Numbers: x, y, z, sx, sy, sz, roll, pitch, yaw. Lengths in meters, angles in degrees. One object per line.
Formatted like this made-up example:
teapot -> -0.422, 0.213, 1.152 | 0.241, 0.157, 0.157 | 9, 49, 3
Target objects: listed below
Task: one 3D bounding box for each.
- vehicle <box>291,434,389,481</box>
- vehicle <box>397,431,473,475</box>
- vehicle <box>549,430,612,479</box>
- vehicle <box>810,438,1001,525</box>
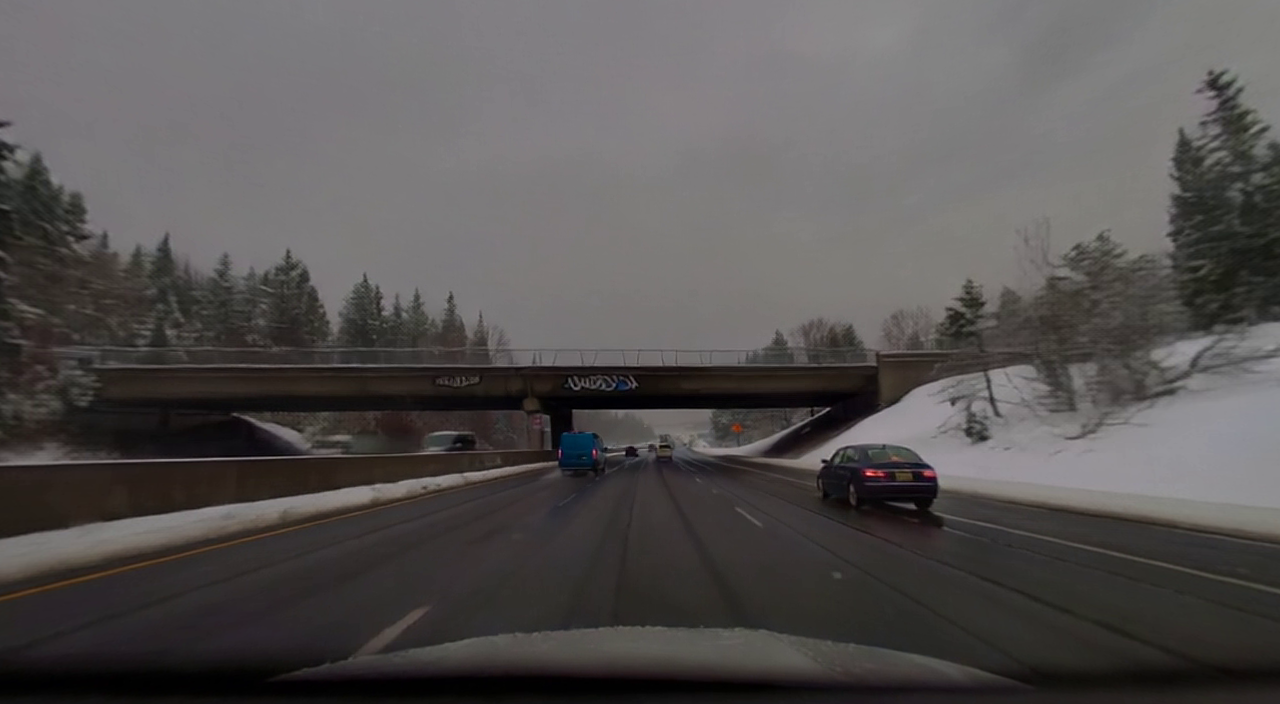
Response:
vehicle -> -16.173, 5.722, 34.484 | 2.368, 2.331, 5.666 | 0, -8, 2
vehicle -> -11.711, 5.842, 36.611 | 2.321, 2.316, 5.836 | 0, -8, 1
vehicle -> -2.566, 4.643, 28.814 | 2.310, 2.030, 5.094 | 0, -8, 1
vehicle -> 5.238, 2.592, 13.284 | 1.972, 1.492, 4.623 | 0, -8, 0
